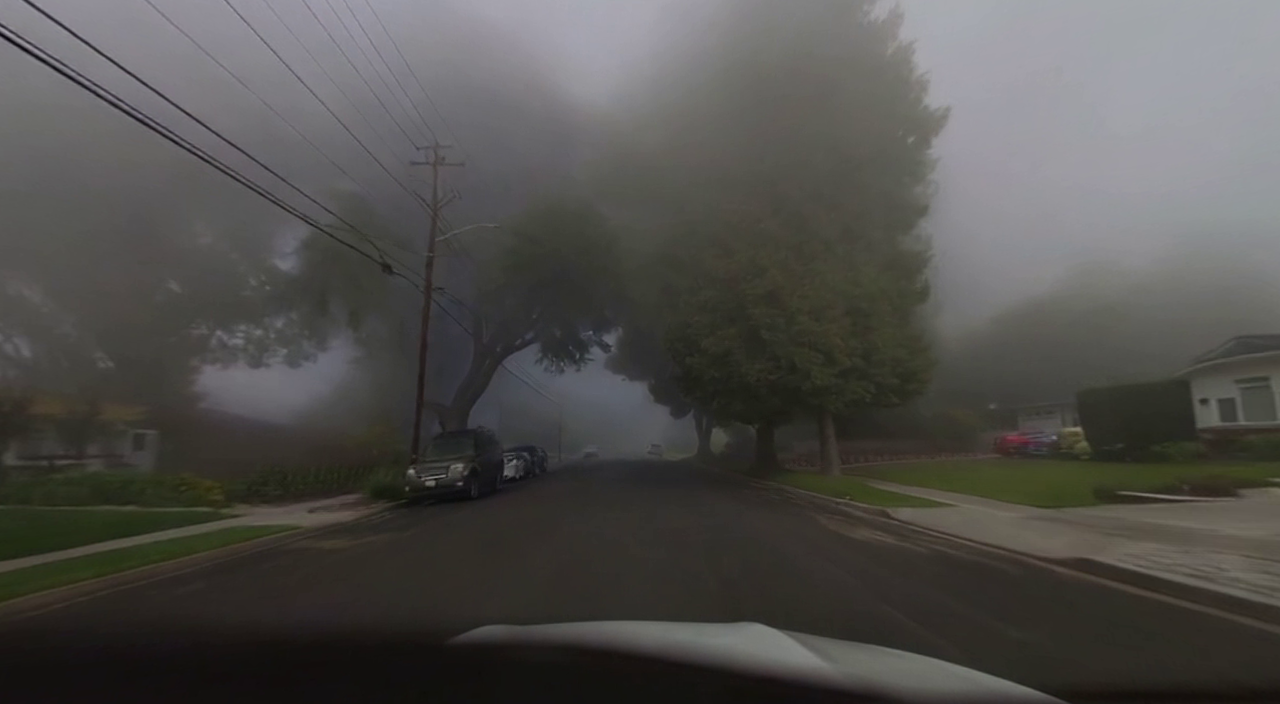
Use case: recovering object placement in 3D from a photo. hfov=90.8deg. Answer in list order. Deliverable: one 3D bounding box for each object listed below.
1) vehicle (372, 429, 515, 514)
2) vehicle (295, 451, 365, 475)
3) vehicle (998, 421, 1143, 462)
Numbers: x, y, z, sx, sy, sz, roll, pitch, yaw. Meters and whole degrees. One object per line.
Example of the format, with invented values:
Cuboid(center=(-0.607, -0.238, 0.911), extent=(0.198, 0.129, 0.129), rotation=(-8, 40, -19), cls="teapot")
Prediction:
Cuboid(center=(-5.665, 3.499, 19.225), extent=(2.411, 1.979, 5.915), rotation=(-5, -8, 0), cls="vehicle")
Cuboid(center=(-19.940, 7.141, 40.718), extent=(3.553, 1.471, 1.816), rotation=(0, -9, -2), cls="vehicle")
Cuboid(center=(17.601, 3.712, 25.994), extent=(4.372, 1.490, 2.032), rotation=(-2, -10, 1), cls="vehicle")
